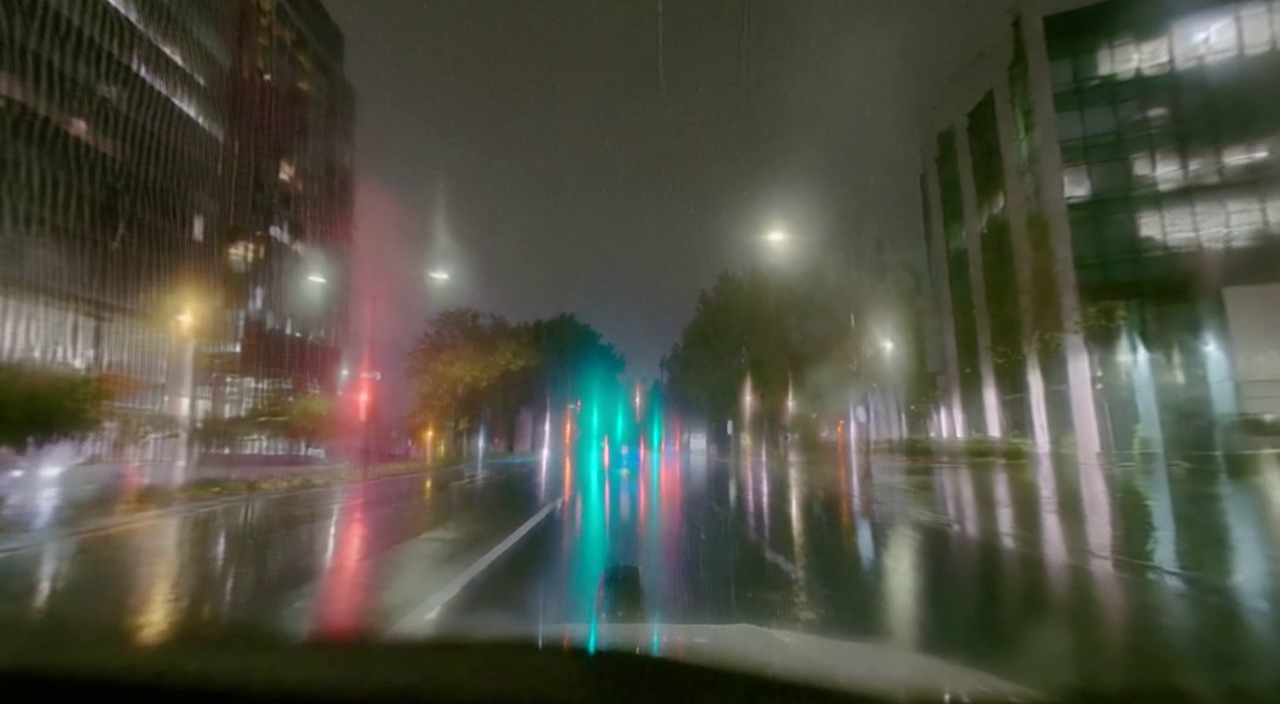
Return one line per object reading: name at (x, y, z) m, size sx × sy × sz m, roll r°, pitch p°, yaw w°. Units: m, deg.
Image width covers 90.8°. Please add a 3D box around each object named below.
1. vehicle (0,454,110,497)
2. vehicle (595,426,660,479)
vehicle at (-23.589, 4.788, 24.811) m, size 1.867 × 1.469 × 4.243 m, roll 0°, pitch -8°, yaw 0°
vehicle at (-0.471, 3.889, 24.563) m, size 2.313 × 1.860 × 4.319 m, roll 0°, pitch -8°, yaw -1°
